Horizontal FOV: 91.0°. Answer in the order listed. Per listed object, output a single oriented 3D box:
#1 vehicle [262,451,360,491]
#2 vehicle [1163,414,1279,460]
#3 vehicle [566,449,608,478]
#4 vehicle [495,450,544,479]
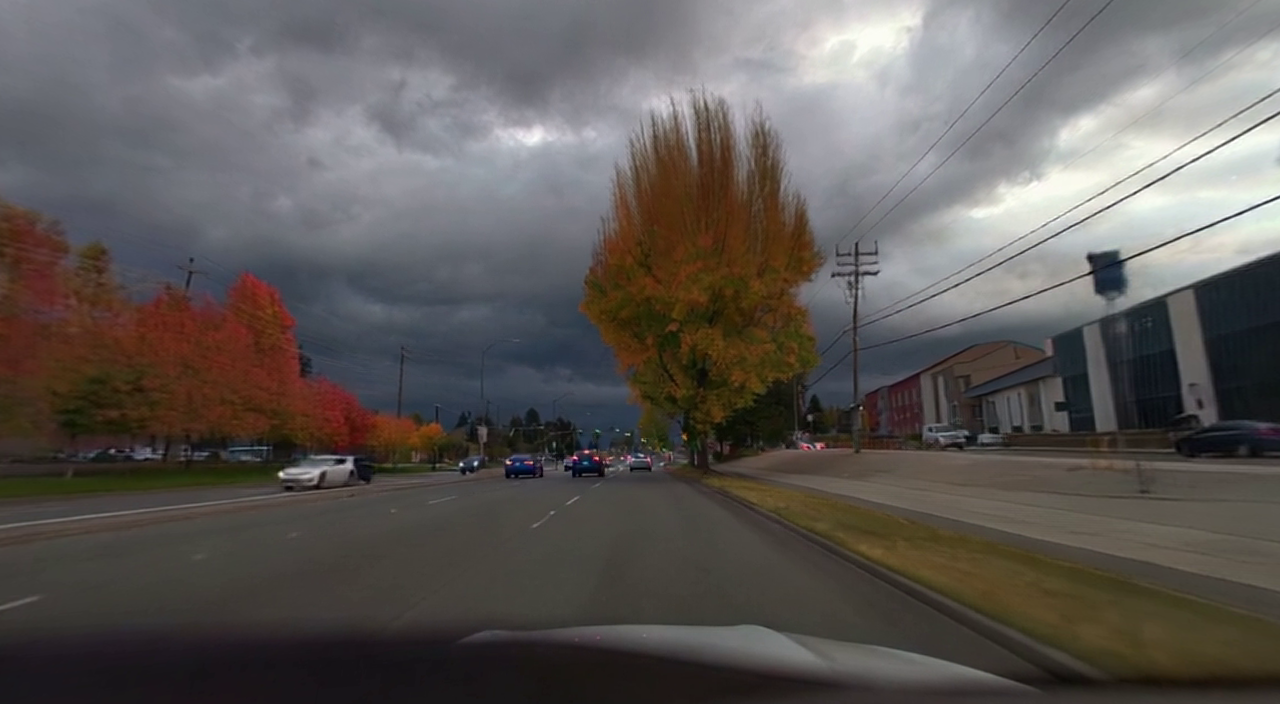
[{"bbox_3d":[-13.734,4.961,26.618,1.909,1.502,4.355,1,-9,-3],"label":"vehicle"},{"bbox_3d":[22.001,3.159,23.072,1.884,1.532,4.745,0,-9,5],"label":"vehicle"},{"bbox_3d":[-3.245,6.984,39.665,2.085,1.663,4.513,0,-9,2],"label":"vehicle"},{"bbox_3d":[-7.080,6.611,37.316,1.932,1.596,4.247,0,-9,1],"label":"vehicle"}]
